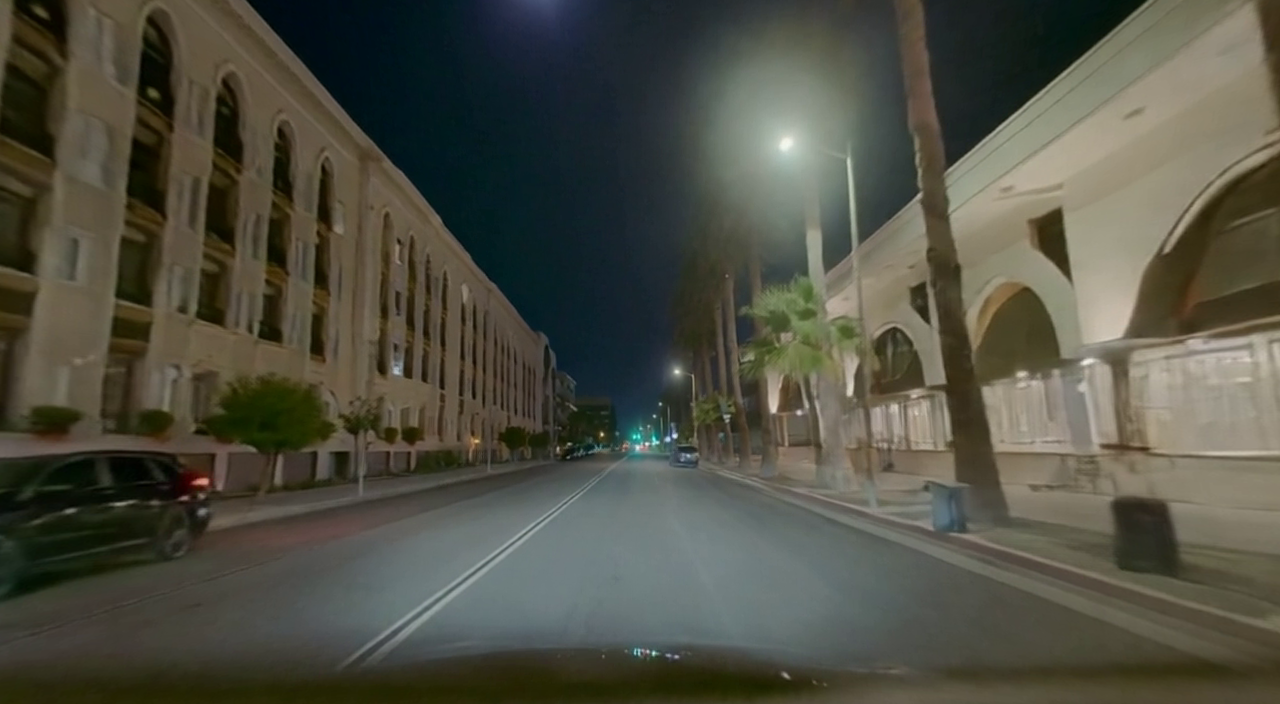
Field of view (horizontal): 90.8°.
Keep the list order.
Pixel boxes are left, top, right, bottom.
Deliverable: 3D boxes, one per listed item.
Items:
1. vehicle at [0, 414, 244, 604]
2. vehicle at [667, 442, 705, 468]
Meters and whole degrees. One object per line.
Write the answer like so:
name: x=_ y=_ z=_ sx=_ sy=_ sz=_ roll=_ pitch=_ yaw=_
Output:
vehicle: x=-6.585 y=1.628 z=6.736 sx=1.946 sy=1.640 sz=4.430 roll=-3 pitch=-9 yaw=-1
vehicle: x=2.865 y=6.532 z=40.316 sx=1.985 sy=1.543 sz=4.112 roll=1 pitch=-8 yaw=-2
